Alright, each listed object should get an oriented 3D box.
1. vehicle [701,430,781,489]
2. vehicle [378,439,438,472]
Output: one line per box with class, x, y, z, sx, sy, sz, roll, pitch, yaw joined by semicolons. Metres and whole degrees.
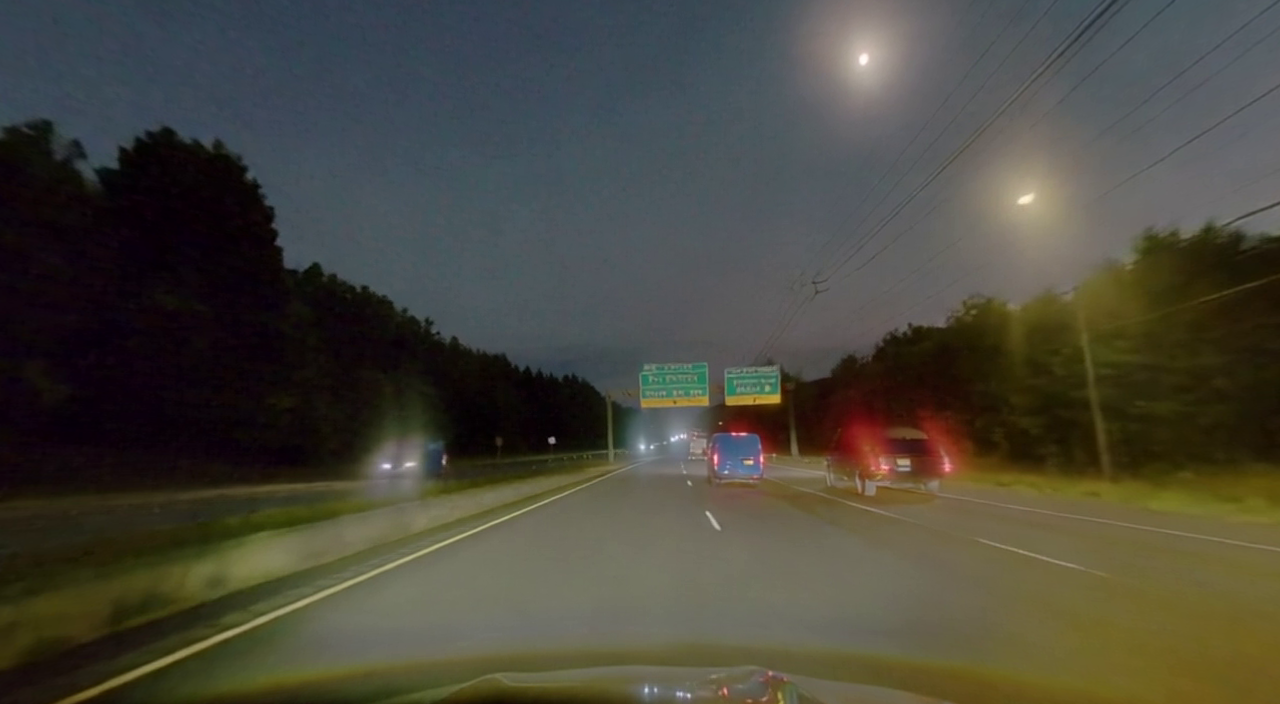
vehicle;3.657;4.024;23.872;2.261;1.969;5.104;0;-9;1
vehicle;-15.994;7.177;43.699;2.055;2.164;4.594;-1;-9;5
